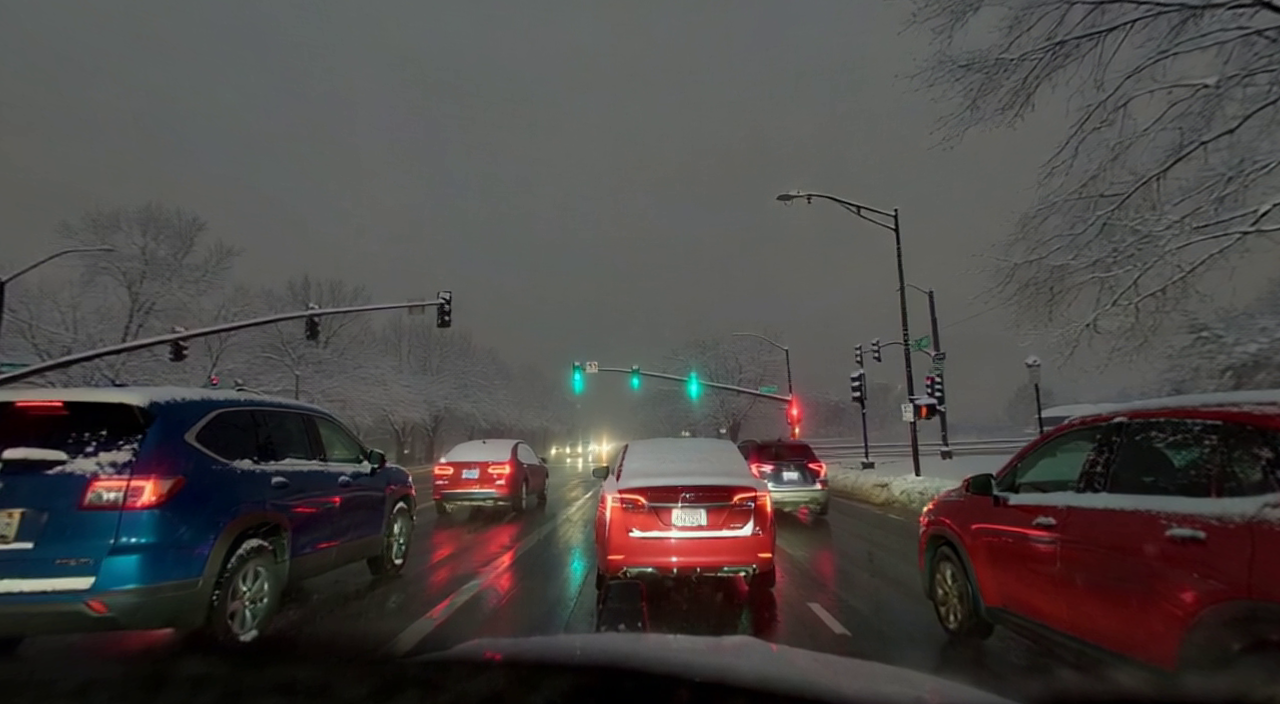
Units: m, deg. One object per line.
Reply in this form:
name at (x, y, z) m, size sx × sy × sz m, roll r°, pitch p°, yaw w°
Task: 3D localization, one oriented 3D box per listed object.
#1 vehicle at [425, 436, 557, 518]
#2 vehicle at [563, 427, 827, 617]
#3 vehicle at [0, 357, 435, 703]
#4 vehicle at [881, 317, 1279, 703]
vehicle at (-3.078, 2.658, 13.886) m, size 1.868 × 1.516 × 4.114 m, roll 0°, pitch -8°, yaw 0°
vehicle at (0.426, 1.619, 6.917) m, size 2.051 × 1.460 × 3.932 m, roll 0°, pitch -8°, yaw 0°
vehicle at (-3.447, 1.220, 5.294) m, size 1.889 × 1.767 × 4.289 m, roll 0°, pitch -8°, yaw 1°
vehicle at (3.049, 0.930, 3.155) m, size 1.880 × 1.747 × 4.500 m, roll 0°, pitch -8°, yaw 0°
